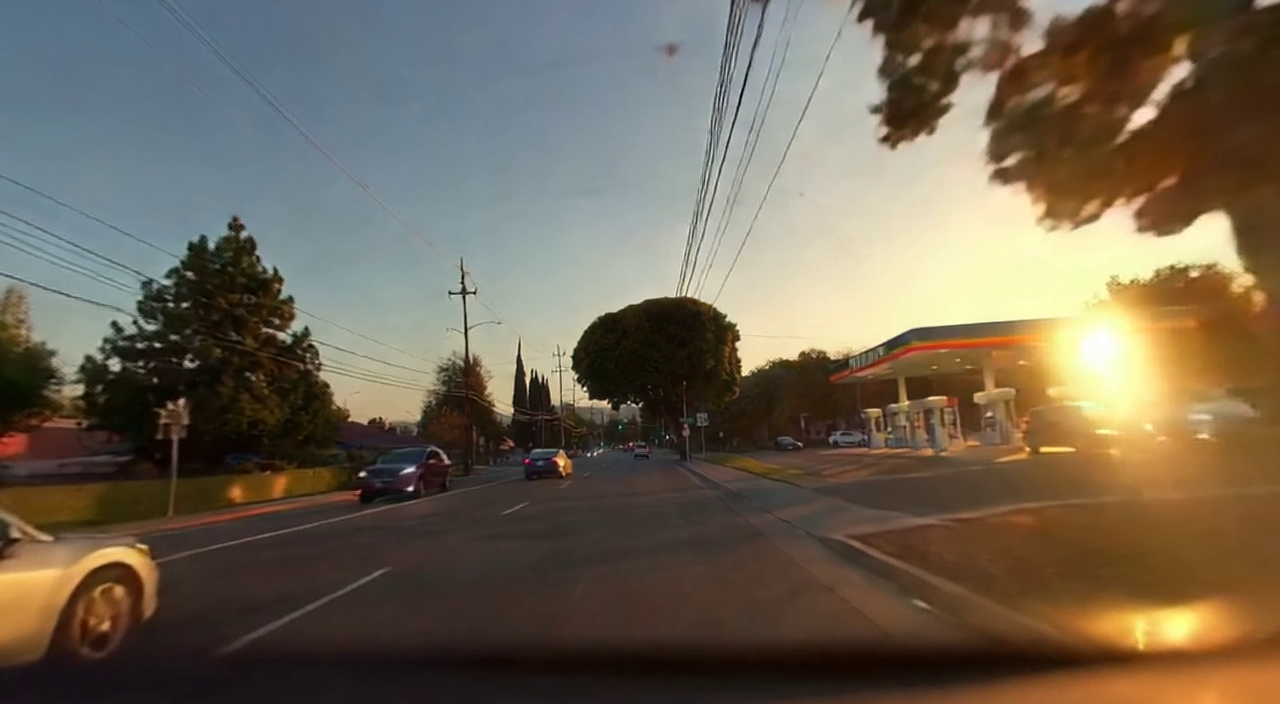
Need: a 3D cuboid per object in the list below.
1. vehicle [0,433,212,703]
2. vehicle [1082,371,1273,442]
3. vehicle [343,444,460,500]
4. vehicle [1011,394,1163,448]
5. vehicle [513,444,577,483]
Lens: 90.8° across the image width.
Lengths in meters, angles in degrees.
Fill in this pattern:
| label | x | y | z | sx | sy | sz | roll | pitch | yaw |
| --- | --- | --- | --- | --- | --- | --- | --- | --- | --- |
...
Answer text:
| label | x | y | z | sx | sy | sz | roll | pitch | yaw |
| --- | --- | --- | --- | --- | --- | --- | --- | --- | --- |
| vehicle | -3.842 | 0.961 | 2.061 | 1.704 | 1.430 | 4.587 | 1 | -8 | -1 |
| vehicle | 17.423 | 1.924 | 20.911 | 2.014 | 2.048 | 4.717 | 1 | -8 | -2 |
| vehicle | -9.466 | 4.769 | 25.695 | 2.256 | 1.772 | 5.738 | -6 | -9 | 2 |
| vehicle | 14.349 | 2.333 | 20.638 | 1.835 | 1.549 | 4.178 | 1 | -8 | -1 |
| vehicle | -3.922 | 4.663 | 26.766 | 1.943 | 1.455 | 4.414 | 1 | -8 | 1 |
